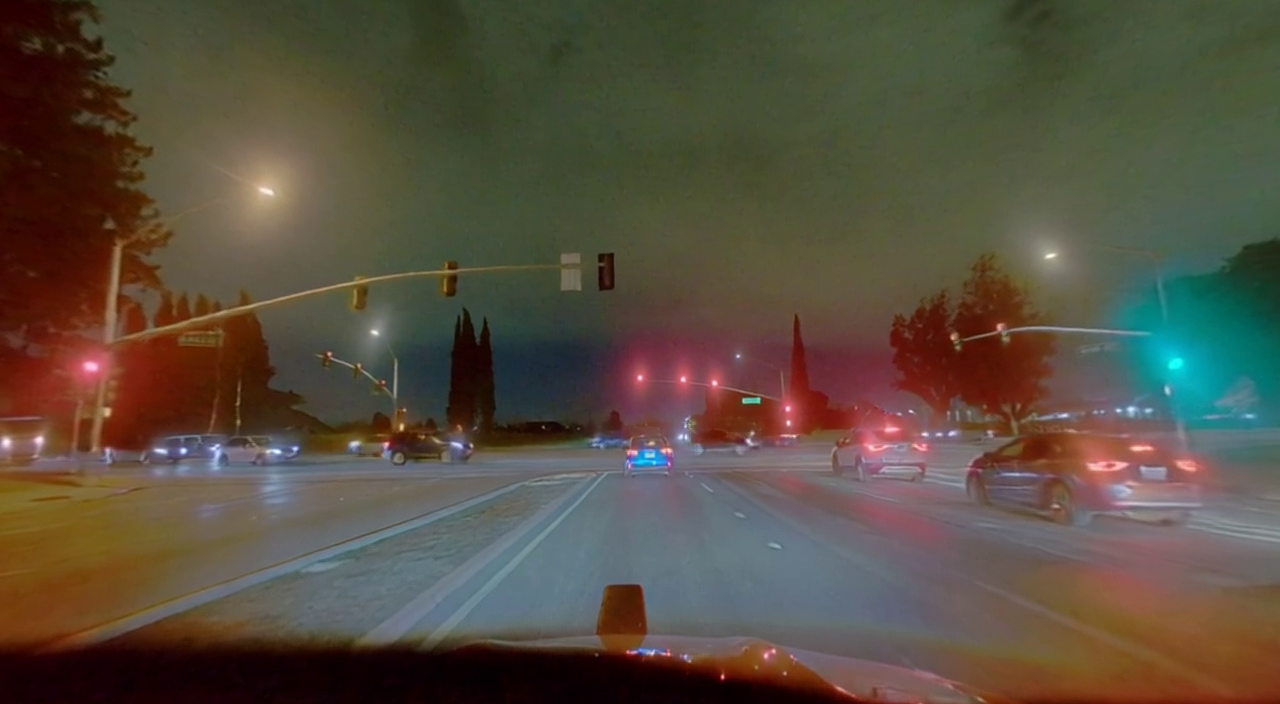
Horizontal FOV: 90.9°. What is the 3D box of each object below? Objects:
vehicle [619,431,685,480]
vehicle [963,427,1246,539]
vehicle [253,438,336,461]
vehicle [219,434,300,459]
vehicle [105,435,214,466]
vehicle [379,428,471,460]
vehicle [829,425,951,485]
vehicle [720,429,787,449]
[{"bbox_3d":[0.337,3.481,21.517,2.041,1.485,3.813,0,-8,-1],"label":"vehicle"},{"bbox_3d":[7.184,2.023,10.358,1.726,1.467,3.793,0,-8,0],"label":"vehicle"},{"bbox_3d":[-22.623,6.387,41.407,4.399,1.445,1.769,-1,-8,1],"label":"vehicle"},{"bbox_3d":[-26.996,6.731,44.851,4.450,1.684,1.894,-1,-9,-3],"label":"vehicle"},{"bbox_3d":[-28.852,5.910,37.961,4.921,1.757,2.036,-1,-8,1],"label":"vehicle"},{"bbox_3d":[-12.784,5.530,37.738,4.786,1.803,1.967,-1,-8,2],"label":"vehicle"},{"bbox_3d":[7.381,3.086,19.163,1.901,1.577,4.348,0,-8,0],"label":"vehicle"},{"bbox_3d":[8.857,6.812,49.575,4.944,1.488,1.807,-1,-8,1],"label":"vehicle"}]
